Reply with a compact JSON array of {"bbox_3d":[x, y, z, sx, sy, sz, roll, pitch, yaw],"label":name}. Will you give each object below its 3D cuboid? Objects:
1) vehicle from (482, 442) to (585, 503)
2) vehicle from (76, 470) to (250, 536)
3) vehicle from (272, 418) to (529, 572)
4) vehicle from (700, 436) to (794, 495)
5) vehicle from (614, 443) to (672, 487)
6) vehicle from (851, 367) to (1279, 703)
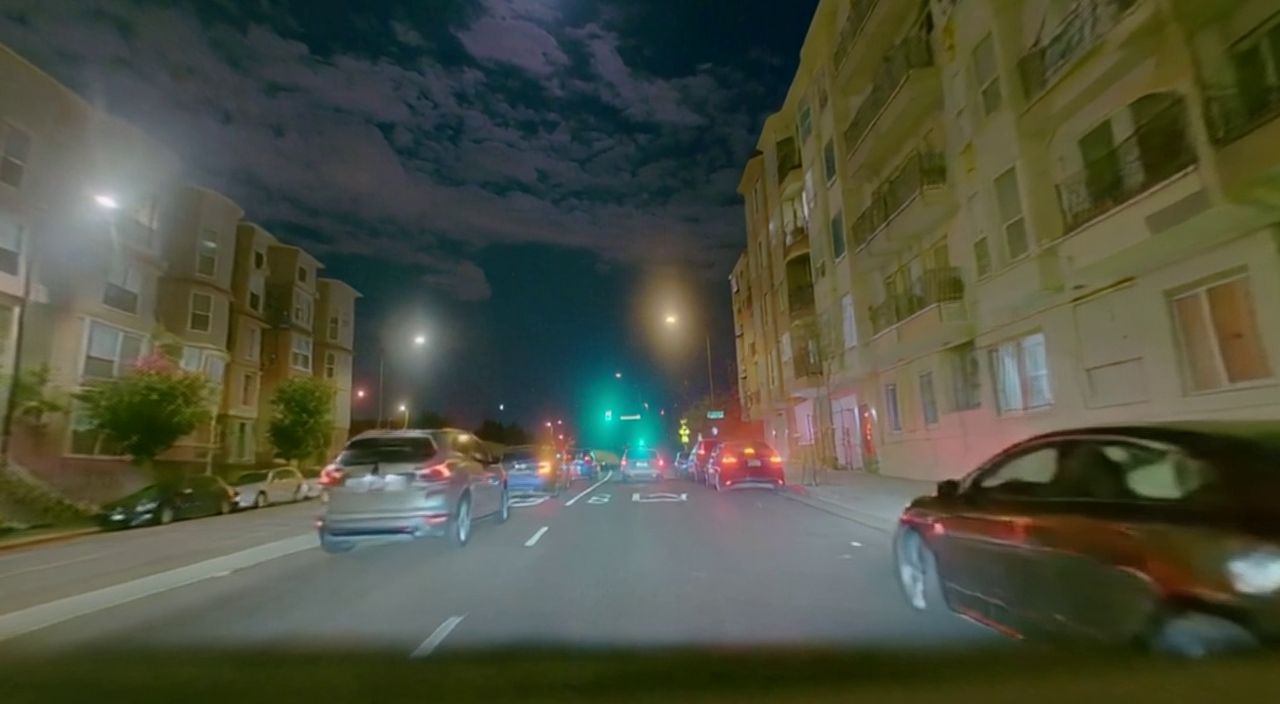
[{"bbox_3d":[-2.816,3.285,17.791,2.109,1.477,4.509,0,-8,0],"label":"vehicle"},{"bbox_3d":[-13.963,4.389,18.906,1.844,1.499,4.421,0,-8,-1],"label":"vehicle"},{"bbox_3d":[-3.055,1.902,9.288,2.065,1.705,4.353,0,-8,0],"label":"vehicle"},{"bbox_3d":[2.941,3.210,18.328,1.933,1.501,4.349,0,-8,0],"label":"vehicle"},{"bbox_3d":[0.074,4.189,23.734,2.026,1.496,3.701,0,-8,-1],"label":"vehicle"},{"bbox_3d":[3.033,1.034,3.497,2.077,1.532,4.694,0,-8,0],"label":"vehicle"}]
